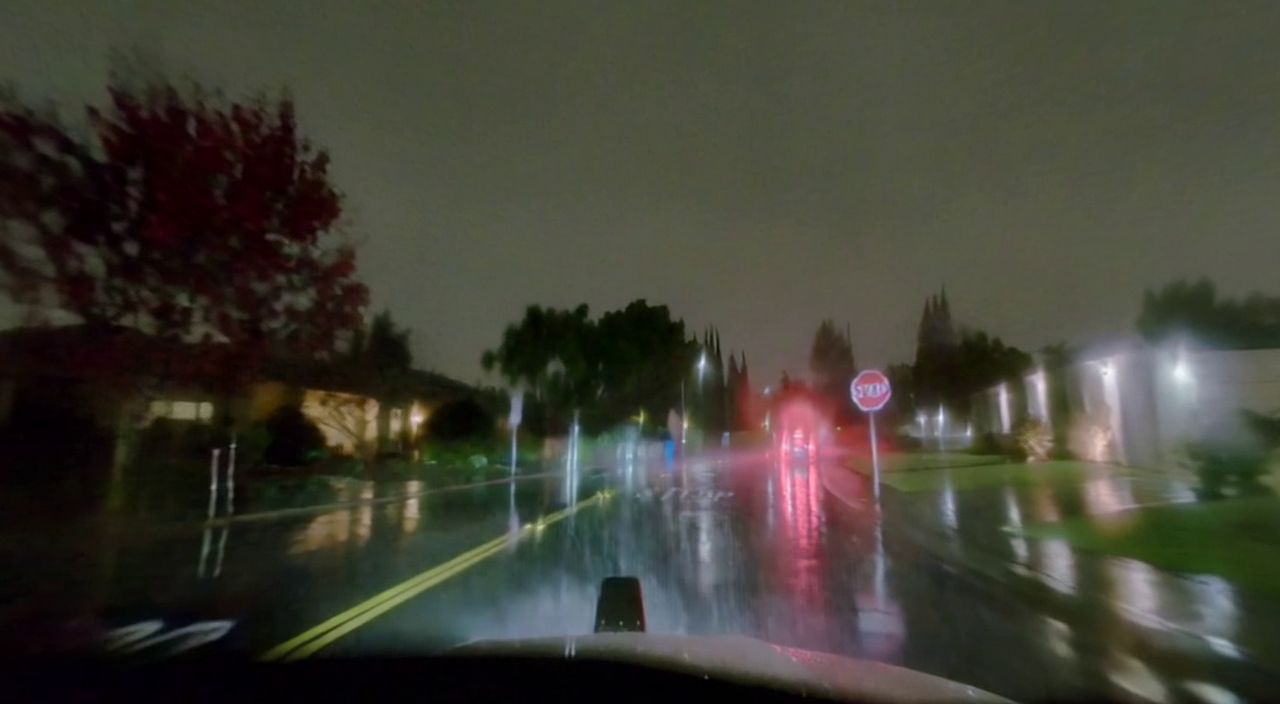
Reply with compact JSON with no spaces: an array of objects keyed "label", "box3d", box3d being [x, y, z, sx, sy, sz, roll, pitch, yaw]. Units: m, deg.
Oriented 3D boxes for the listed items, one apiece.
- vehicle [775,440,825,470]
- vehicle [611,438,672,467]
[{"label":"vehicle","box3d":[8.721,5.549,34.185,2.045,1.478,4.914,-3,-9,20]},{"label":"vehicle","box3d":[0.179,6.234,39.388,2.030,1.696,4.828,-4,-9,23]}]
